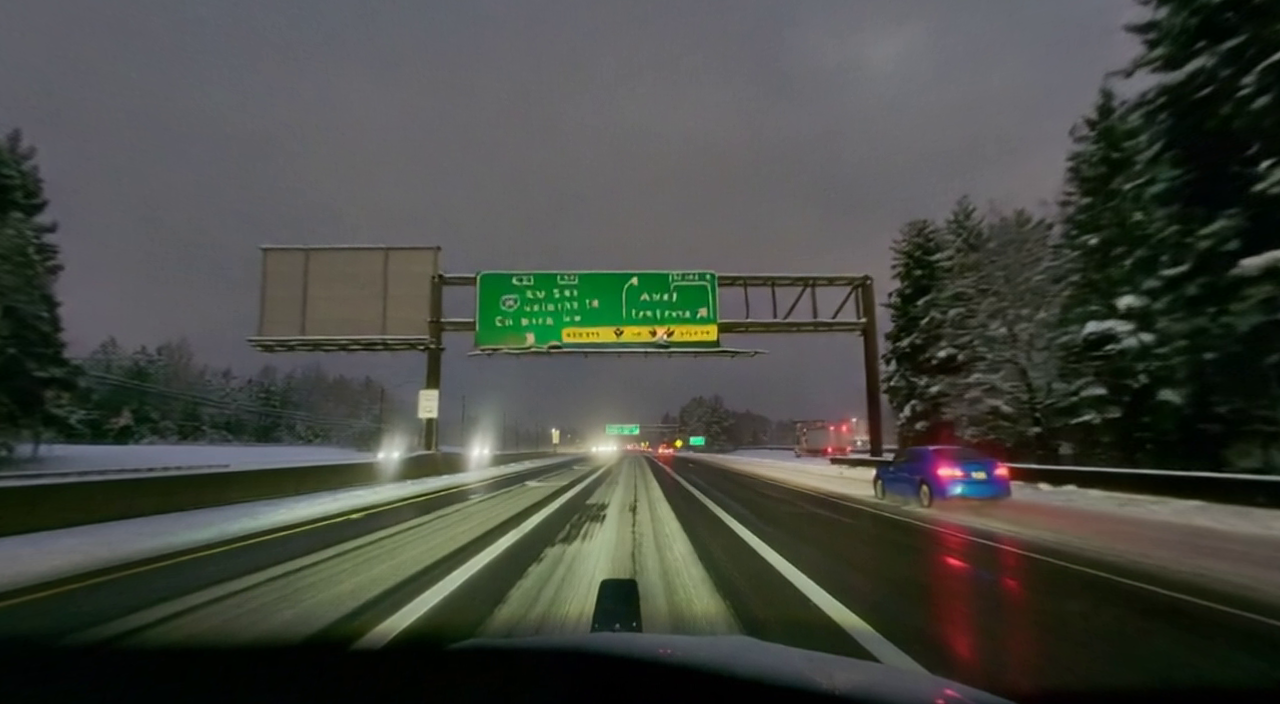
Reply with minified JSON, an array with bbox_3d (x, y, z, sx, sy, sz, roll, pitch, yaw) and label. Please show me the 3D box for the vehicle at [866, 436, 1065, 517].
[{"bbox_3d":[6.923,2.641,14.114,1.958,1.498,4.447,1,-8,-2],"label":"vehicle"}]
